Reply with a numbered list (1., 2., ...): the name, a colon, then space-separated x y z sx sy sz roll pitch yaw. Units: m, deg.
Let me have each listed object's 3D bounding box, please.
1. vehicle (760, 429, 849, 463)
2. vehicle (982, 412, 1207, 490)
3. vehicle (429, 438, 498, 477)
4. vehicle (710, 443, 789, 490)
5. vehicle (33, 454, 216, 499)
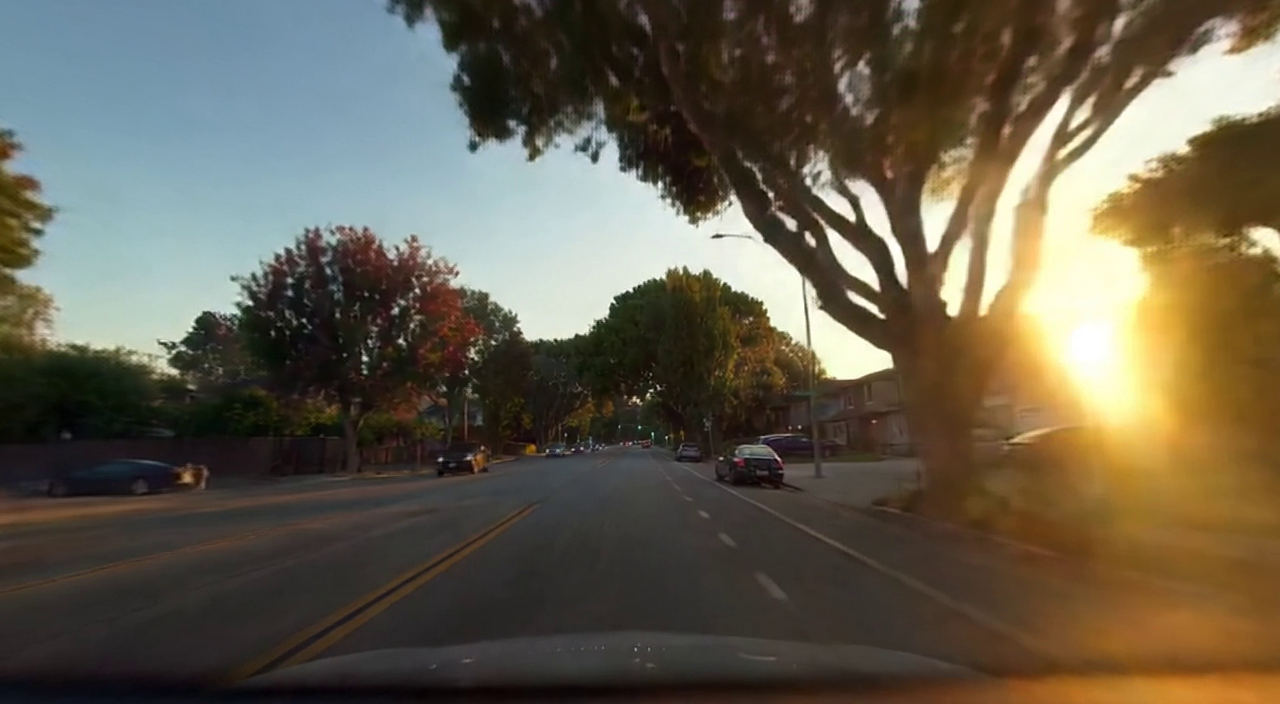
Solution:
1. vehicle: 10.493 6.074 40.545 4.964 1.739 2.184 -4 -10 -1
2. vehicle: 11.826 2.603 16.671 4.376 1.509 1.866 -5 -8 -1
3. vehicle: -8.463 5.084 30.681 2.090 1.748 4.345 0 -8 0
4. vehicle: 3.791 4.039 22.716 1.991 1.500 4.562 0 -8 -1
5. vehicle: -18.725 4.524 23.156 4.880 1.500 1.965 0 -8 -2
